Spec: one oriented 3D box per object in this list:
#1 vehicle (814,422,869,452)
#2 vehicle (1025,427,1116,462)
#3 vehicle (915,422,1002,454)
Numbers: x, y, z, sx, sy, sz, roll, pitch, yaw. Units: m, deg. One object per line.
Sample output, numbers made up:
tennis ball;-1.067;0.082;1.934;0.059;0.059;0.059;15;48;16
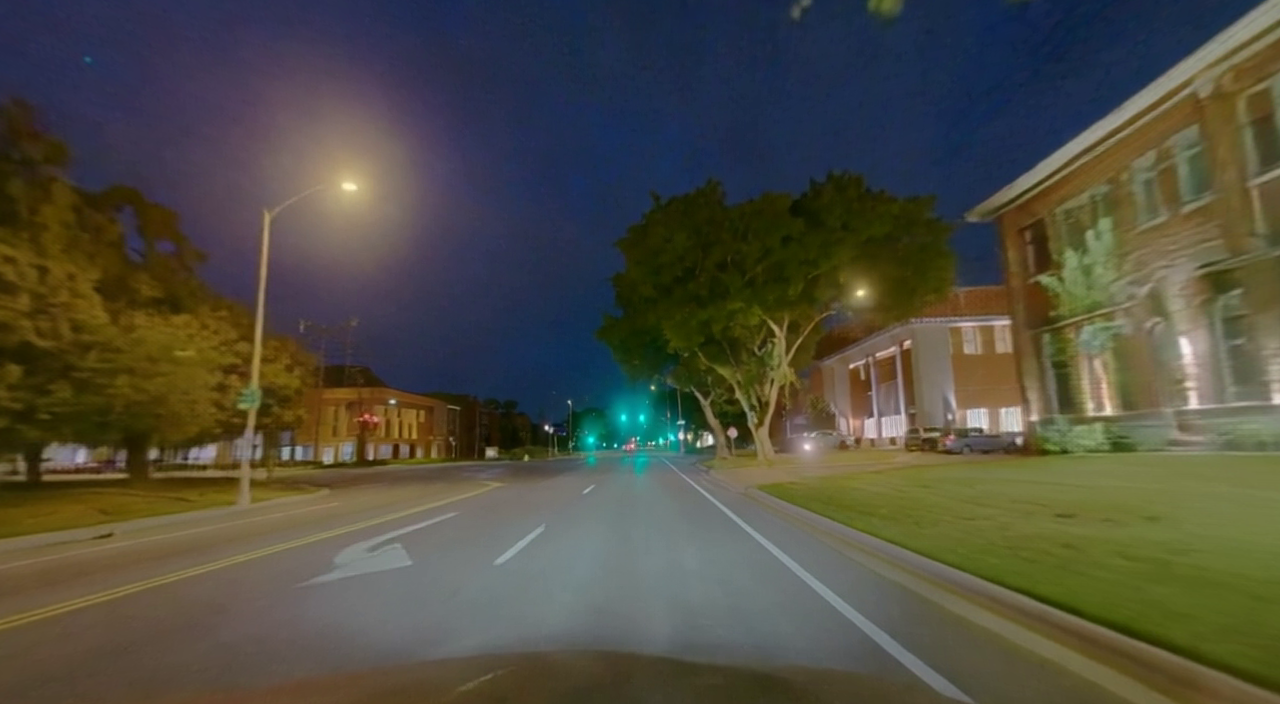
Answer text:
vehicle;11.891;5.099;37.531;2.036;1.636;4.995;0;-8;5
vehicle;20.691;4.465;30.504;1.766;1.560;3.695;0;-8;0
vehicle;15.307;4.193;30.568;1.866;1.420;4.447;0;-9;0
